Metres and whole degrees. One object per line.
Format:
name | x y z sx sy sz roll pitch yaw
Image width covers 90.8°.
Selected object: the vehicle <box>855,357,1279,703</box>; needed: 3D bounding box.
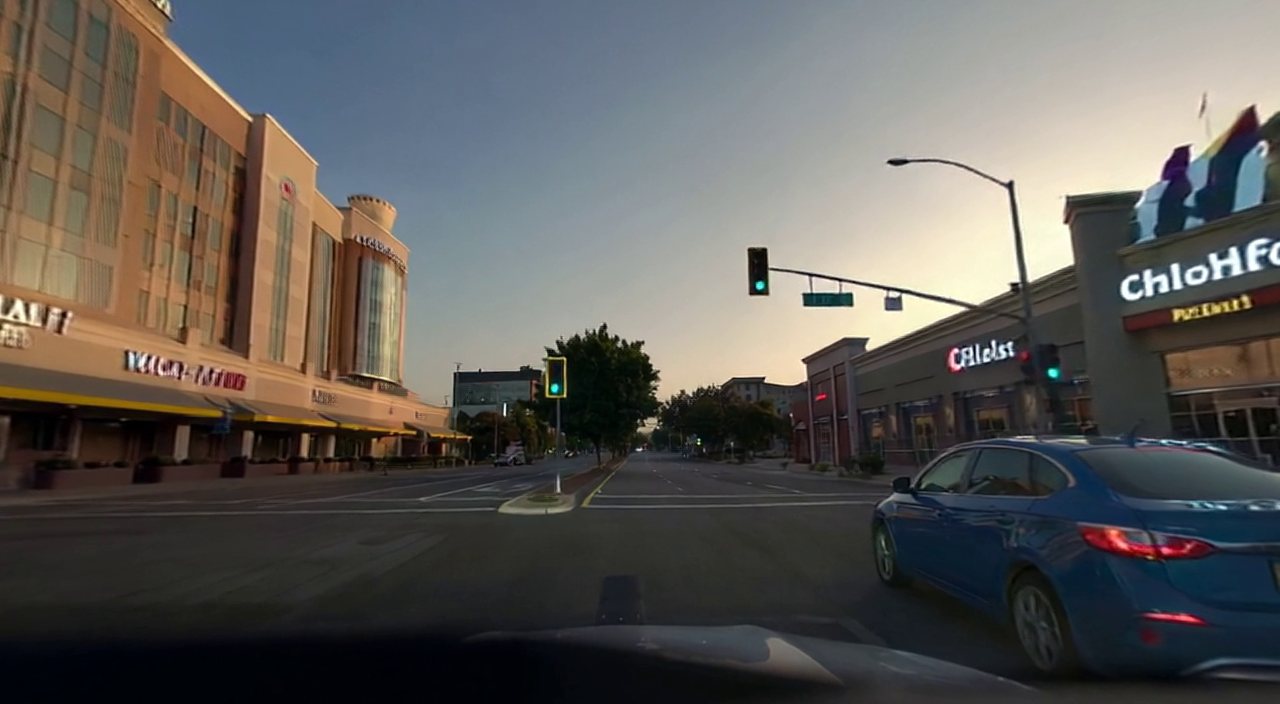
vehicle | 3.246 1.109 3.963 2.015 1.641 4.995 0 -9 0
